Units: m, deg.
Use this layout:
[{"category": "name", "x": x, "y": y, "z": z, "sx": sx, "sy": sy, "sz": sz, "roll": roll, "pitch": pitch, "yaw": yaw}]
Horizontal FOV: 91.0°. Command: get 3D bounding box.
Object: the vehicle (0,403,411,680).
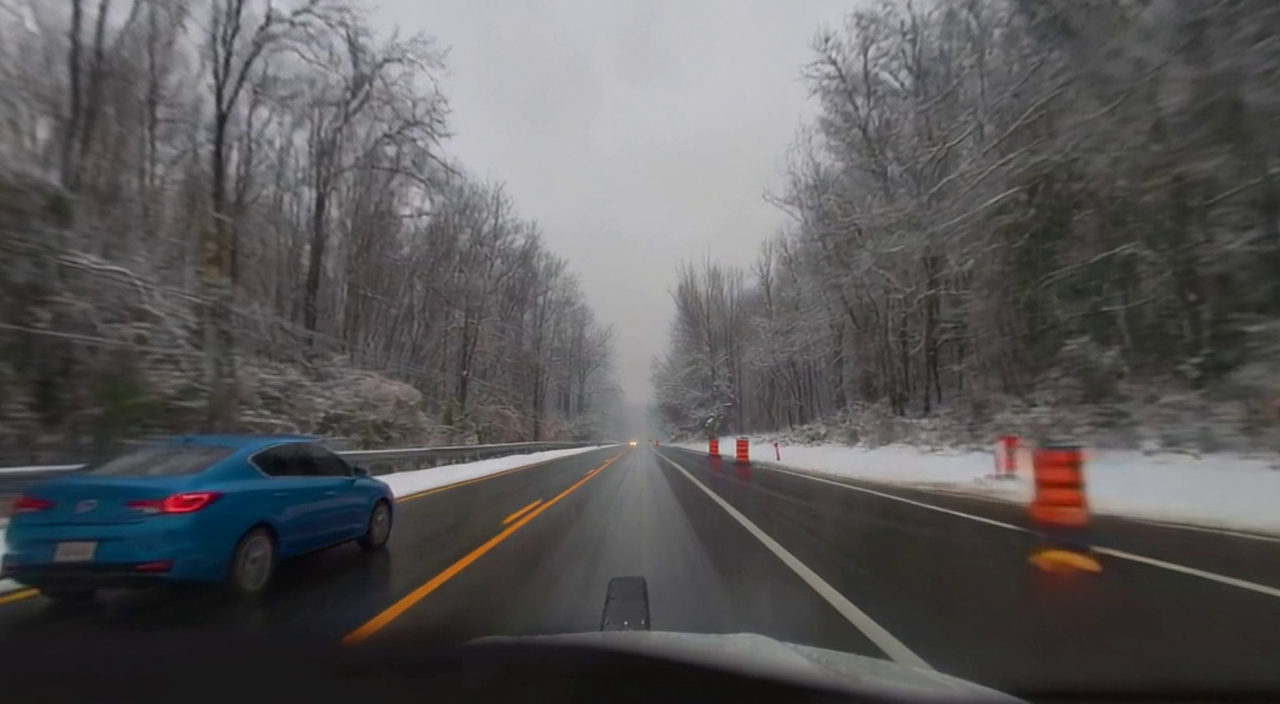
[{"category": "vehicle", "x": -3.773, "y": 1.330, "z": 5.542, "sx": 1.902, "sy": 1.505, "sz": 4.016, "roll": 0, "pitch": -8, "yaw": 2}]
